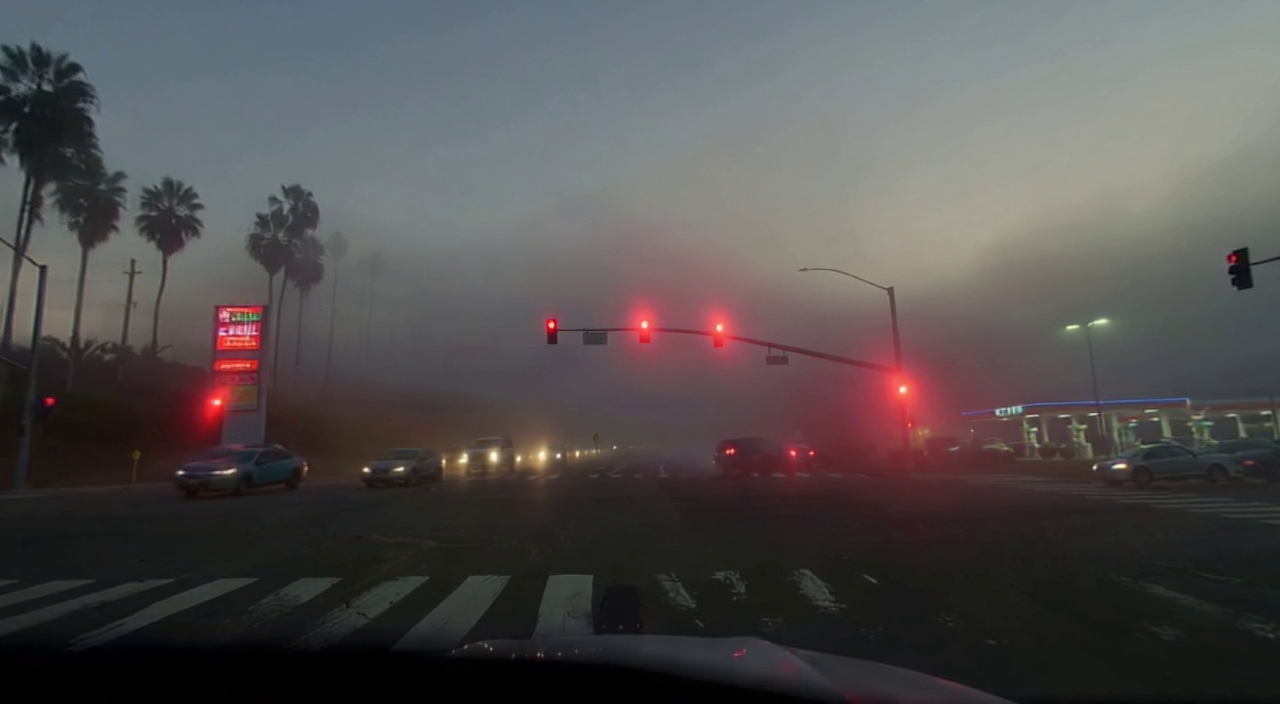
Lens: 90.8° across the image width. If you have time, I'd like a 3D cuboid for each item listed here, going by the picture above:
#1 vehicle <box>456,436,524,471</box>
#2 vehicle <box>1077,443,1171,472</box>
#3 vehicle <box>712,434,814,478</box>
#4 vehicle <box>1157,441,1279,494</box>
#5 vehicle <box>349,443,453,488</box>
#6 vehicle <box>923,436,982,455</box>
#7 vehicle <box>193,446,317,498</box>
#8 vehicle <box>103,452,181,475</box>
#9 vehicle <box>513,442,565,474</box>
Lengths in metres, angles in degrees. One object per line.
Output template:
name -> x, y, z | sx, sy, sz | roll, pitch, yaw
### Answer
vehicle -> -8.721, 5.979, 37.426 | 2.609, 1.865, 5.875 | 0, -9, 0
vehicle -> 24.265, 5.297, 31.736 | 3.474, 1.376, 1.538 | 0, -9, -2
vehicle -> 5.430, 4.520, 27.565 | 1.929, 1.719, 4.892 | -8, -12, 44
vehicle -> 18.720, 3.407, 18.822 | 5.015, 1.446, 1.862 | 0, -9, -2
vehicle -> -8.747, 4.187, 23.628 | 2.034, 1.510, 4.647 | 0, -9, 1
vehicle -> 22.544, 6.762, 45.658 | 3.356, 1.395, 1.559 | 0, -9, -1
vehicle -> -11.920, 3.700, 19.843 | 1.633, 1.460, 3.540 | 0, -9, 0
vehicle -> -35.231, 7.866, 44.852 | 1.886, 1.523, 4.581 | 0, -9, -1
vehicle -> -5.045, 5.357, 32.186 | 2.079, 1.490, 5.064 | 0, -9, -3
